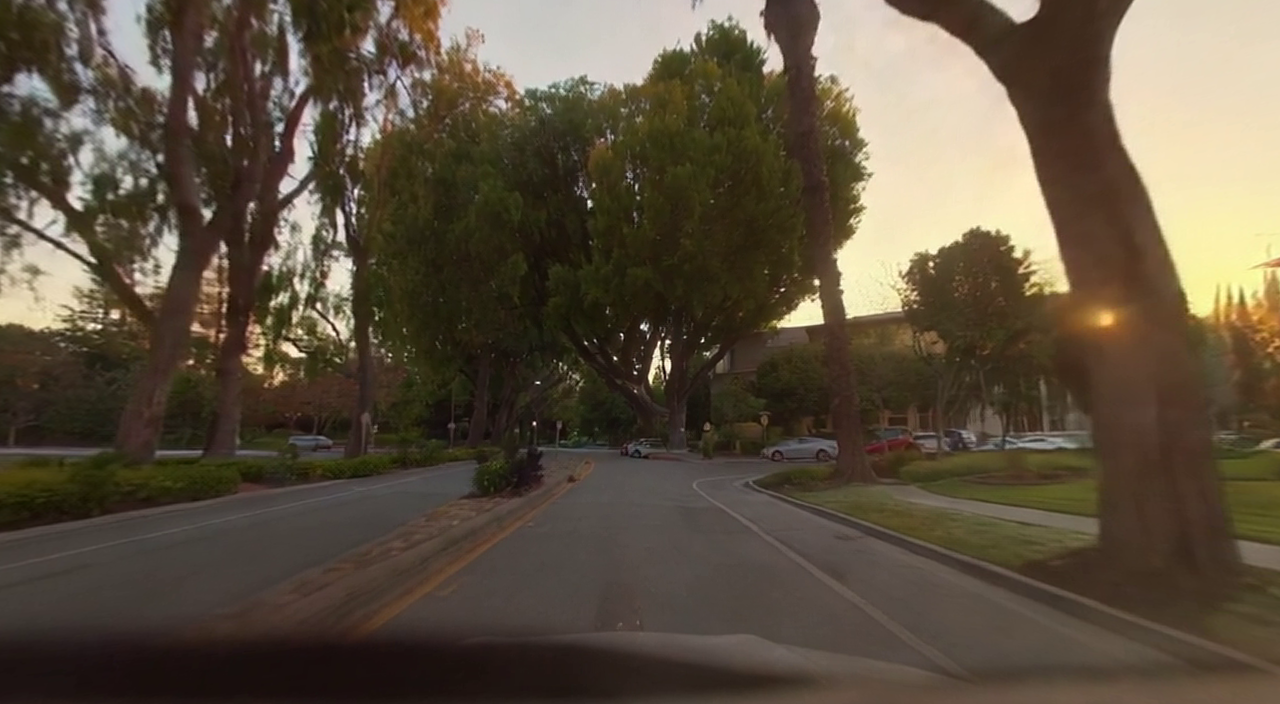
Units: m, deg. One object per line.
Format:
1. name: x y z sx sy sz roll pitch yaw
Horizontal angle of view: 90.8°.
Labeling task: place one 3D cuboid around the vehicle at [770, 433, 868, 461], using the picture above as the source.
1. vehicle: 10.027 5.358 35.655 4.870 1.507 2.073 0 -8 0

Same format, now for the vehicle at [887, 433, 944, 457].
1. vehicle: 17.944 6.080 41.356 1.673 1.436 3.700 1 -8 -8

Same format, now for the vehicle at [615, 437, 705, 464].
1. vehicle: 1.159 5.867 37.612 4.890 1.478 2.253 -6 -10 32

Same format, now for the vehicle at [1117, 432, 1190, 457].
1. vehicle: 36.077 6.497 44.502 1.790 1.665 3.807 1 -8 -4

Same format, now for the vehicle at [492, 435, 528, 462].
1. vehicle: -9.263 6.916 45.480 2.100 1.771 4.463 0 -8 -6

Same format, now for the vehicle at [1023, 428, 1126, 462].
1. vehicle: 21.114 4.542 30.744 3.830 1.429 1.890 4 -10 -10

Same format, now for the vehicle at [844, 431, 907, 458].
1. vehicle: 15.444 6.097 41.765 2.073 1.642 4.468 0 -8 -6

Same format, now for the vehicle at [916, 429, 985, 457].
1. vehicle: 20.671 6.111 42.318 2.023 1.736 4.227 1 -8 -8
